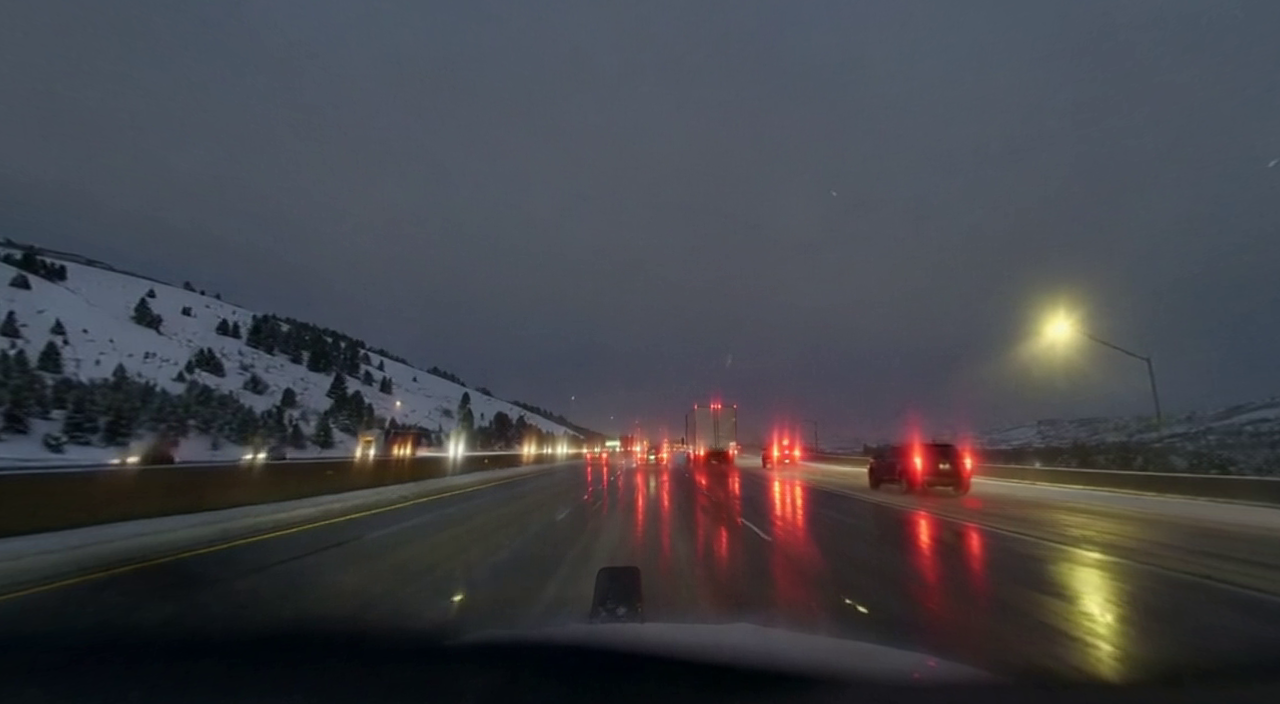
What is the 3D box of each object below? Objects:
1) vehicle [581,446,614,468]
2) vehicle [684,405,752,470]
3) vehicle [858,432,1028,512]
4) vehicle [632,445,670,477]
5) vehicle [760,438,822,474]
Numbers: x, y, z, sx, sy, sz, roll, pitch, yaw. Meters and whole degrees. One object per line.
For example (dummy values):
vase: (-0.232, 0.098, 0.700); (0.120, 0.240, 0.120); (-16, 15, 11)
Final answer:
vehicle: (-3.080, 7.739, 46.600); (2.132, 1.506, 4.256); (0, -9, 0)
vehicle: (4.814, 5.666, 41.167); (3.130, 3.607, 11.129); (0, -9, 1)
vehicle: (7.241, 2.902, 15.694); (2.044, 1.676, 4.421); (0, -9, 0)
vehicle: (0.564, 5.547, 32.330); (1.866, 1.492, 3.932); (0, -9, 1)
vehicle: (8.006, 5.548, 33.862); (2.143, 1.775, 4.729); (0, -9, 0)
